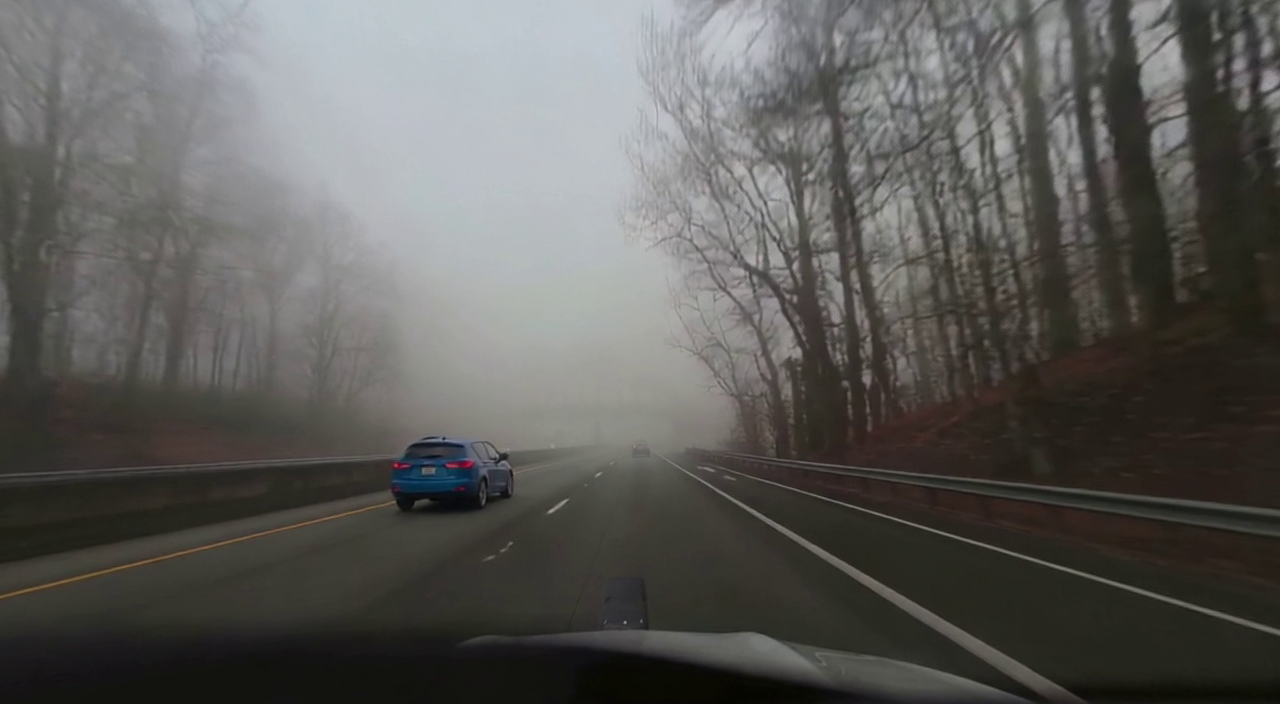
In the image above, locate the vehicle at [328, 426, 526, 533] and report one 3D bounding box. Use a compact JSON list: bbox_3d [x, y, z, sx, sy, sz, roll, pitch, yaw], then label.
[{"bbox_3d":[-3.526,2.198,11.452,2.052,1.556,4.405,0,-8,0],"label":"vehicle"}]
